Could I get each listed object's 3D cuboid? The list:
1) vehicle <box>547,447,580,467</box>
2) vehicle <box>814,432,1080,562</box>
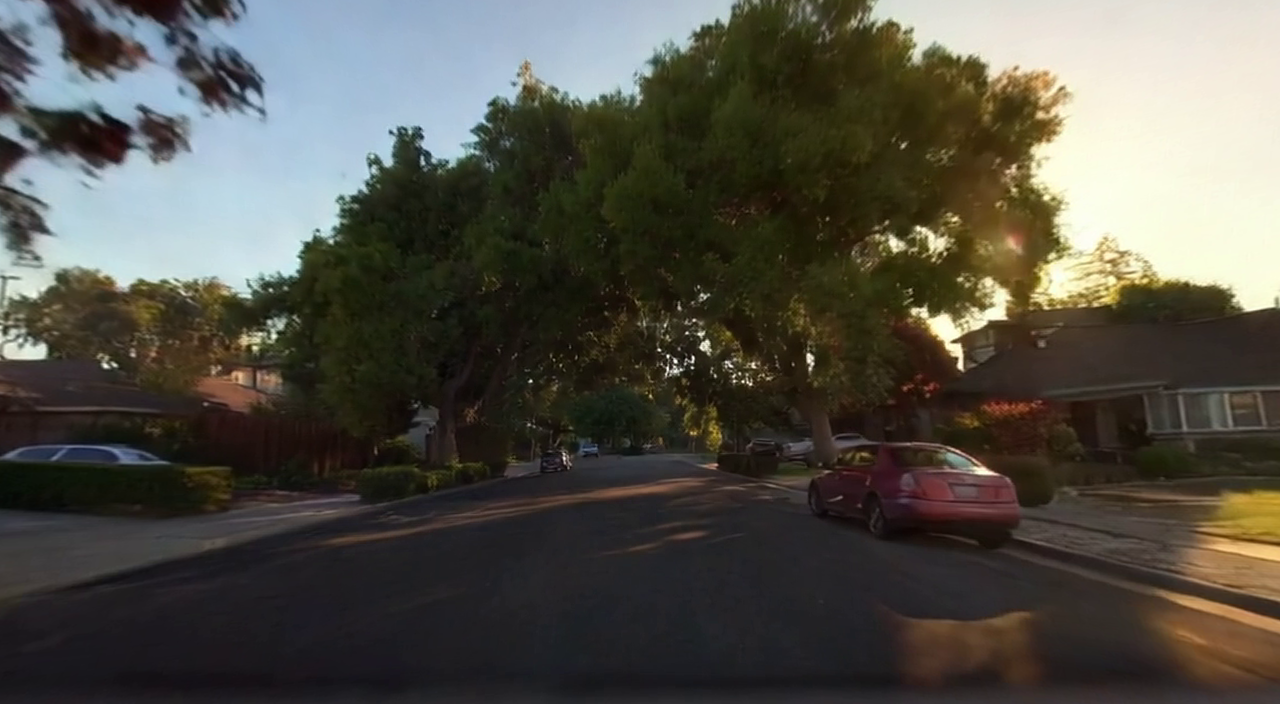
[{"bbox_3d":[-5.894,8.144,49.040,1.904,1.445,4.282,-1,-9,3],"label":"vehicle"},{"bbox_3d":[4.260,2.054,9.708,2.011,1.521,4.292,0,-9,1],"label":"vehicle"}]
